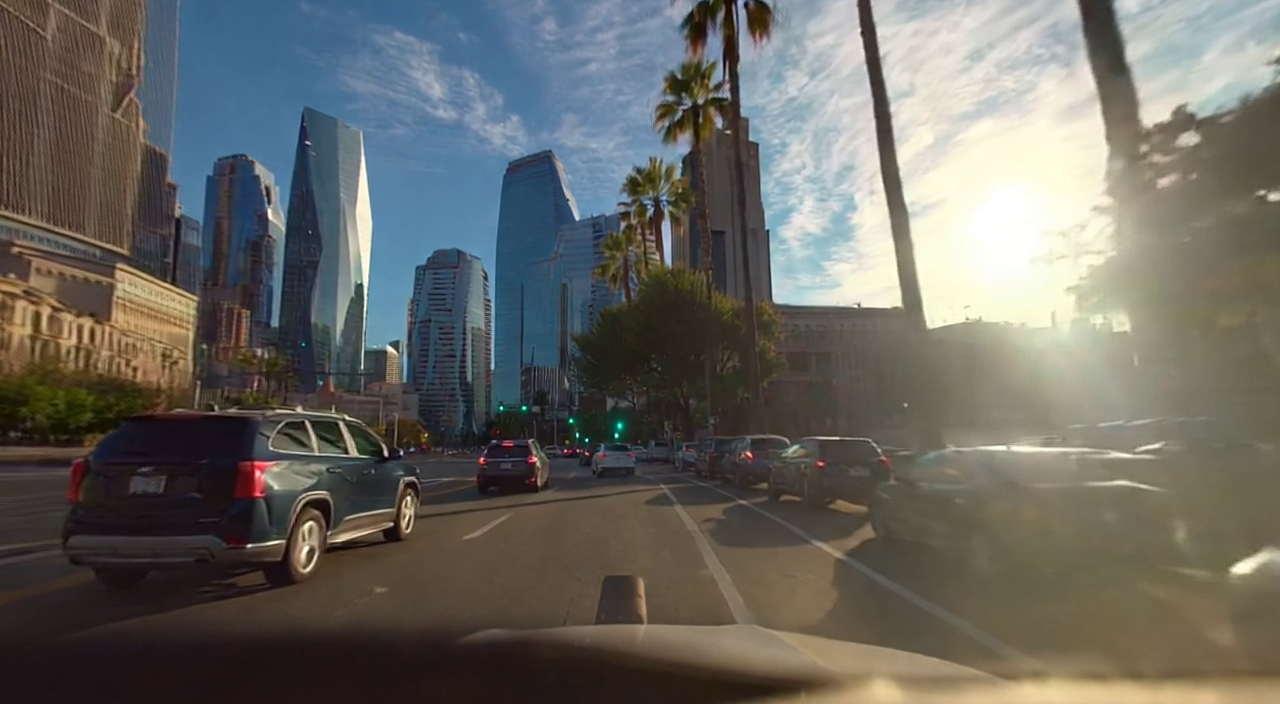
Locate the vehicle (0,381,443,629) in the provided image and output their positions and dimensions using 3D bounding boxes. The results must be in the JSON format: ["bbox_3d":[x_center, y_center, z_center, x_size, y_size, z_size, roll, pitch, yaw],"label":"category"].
[{"bbox_3d":[-3.725,1.424,6.763,1.800,1.797,4.224,0,-9,0],"label":"vehicle"}]

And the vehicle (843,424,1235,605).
[{"bbox_3d":[4.045,1.682,7.416,1.829,1.499,4.109,0,-9,-2],"label":"vehicle"}]

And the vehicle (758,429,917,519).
[{"bbox_3d":[3.971,2.533,13.563,1.773,1.584,4.553,1,-9,-2],"label":"vehicle"}]

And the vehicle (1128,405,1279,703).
[{"bbox_3d":[4.059,0.815,1.647,1.873,1.511,4.523,0,-9,-1],"label":"vehicle"}]

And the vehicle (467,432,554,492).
[{"bbox_3d":[-4.088,3.540,20.619,2.014,1.740,4.392,0,-9,-2],"label":"vehicle"}]

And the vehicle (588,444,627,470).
[{"bbox_3d":[-1.956,6.078,36.611,2.036,1.461,3.890,1,-9,-7],"label":"vehicle"}]
